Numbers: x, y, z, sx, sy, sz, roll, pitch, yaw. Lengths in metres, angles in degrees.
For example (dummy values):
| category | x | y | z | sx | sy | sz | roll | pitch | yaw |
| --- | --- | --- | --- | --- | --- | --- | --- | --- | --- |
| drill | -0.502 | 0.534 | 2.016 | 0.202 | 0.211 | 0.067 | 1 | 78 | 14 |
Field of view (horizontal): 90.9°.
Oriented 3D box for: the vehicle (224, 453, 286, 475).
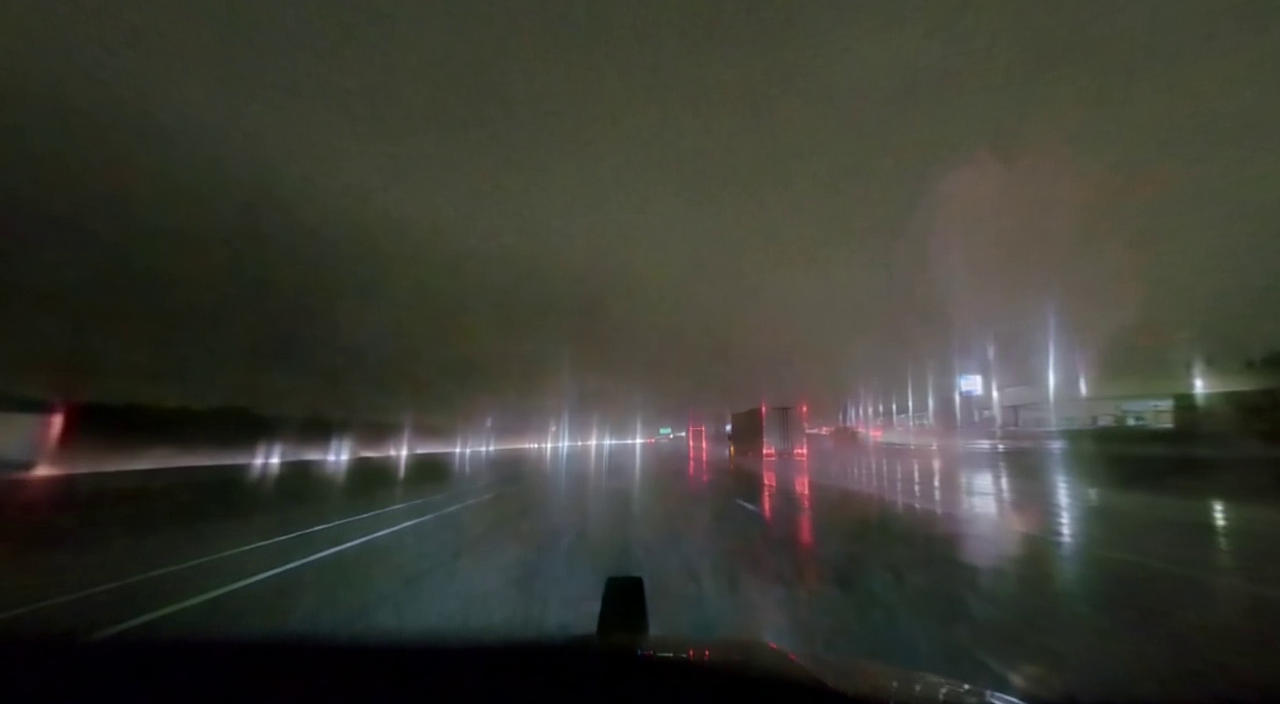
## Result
| category | x | y | z | sx | sy | sz | roll | pitch | yaw |
| --- | --- | --- | --- | --- | --- | --- | --- | --- | --- |
| vehicle | -28.723 | 8.356 | 47.201 | 1.861 | 1.475 | 4.425 | 0 | -8 | -1 |
